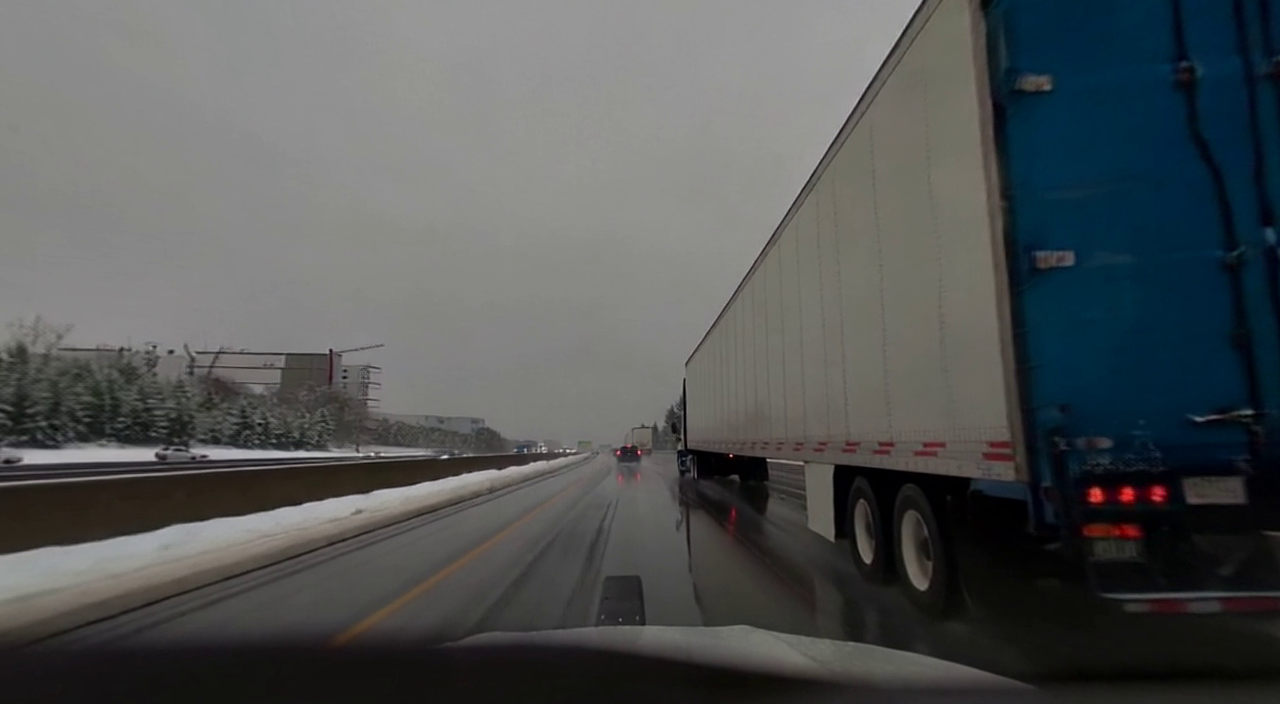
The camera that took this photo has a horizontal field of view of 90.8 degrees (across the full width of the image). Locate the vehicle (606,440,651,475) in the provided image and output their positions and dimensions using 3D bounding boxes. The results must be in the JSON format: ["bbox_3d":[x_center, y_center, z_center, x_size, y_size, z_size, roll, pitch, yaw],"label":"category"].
[{"bbox_3d":[-0.609,5.544,33.275,2.191,1.685,4.015,0,-9,-1],"label":"vehicle"}]

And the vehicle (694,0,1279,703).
[{"bbox_3d":[3.304,0.838,10.726,2.996,4.123,15.965,0,-9,-1],"label":"vehicle"}]
